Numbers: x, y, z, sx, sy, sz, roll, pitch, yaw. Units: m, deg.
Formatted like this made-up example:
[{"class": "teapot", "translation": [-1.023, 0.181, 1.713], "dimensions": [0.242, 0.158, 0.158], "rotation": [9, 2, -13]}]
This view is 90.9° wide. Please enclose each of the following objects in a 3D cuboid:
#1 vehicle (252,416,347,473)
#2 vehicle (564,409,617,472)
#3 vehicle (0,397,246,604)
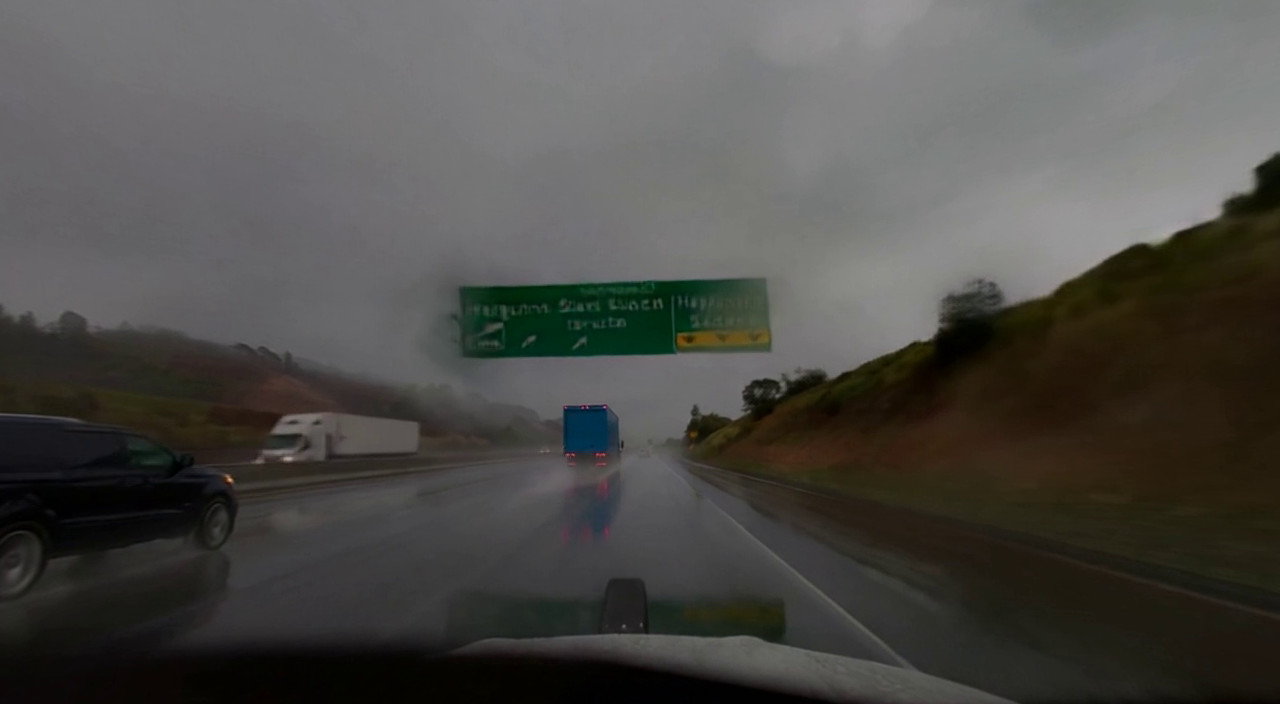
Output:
[{"class": "vehicle", "translation": [-23.773, 6.516, 44.471], "dimensions": [2.976, 3.672, 6.277], "rotation": [-1, -8, 1]}, {"class": "vehicle", "translation": [-3.514, 6.896, 48.860], "dimensions": [2.893, 4.073, 15.281], "rotation": [0, -8, 0]}, {"class": "vehicle", "translation": [-6.904, 1.477, 6.592], "dimensions": [2.175, 1.860, 5.236], "rotation": [0, -8, 0]}]
